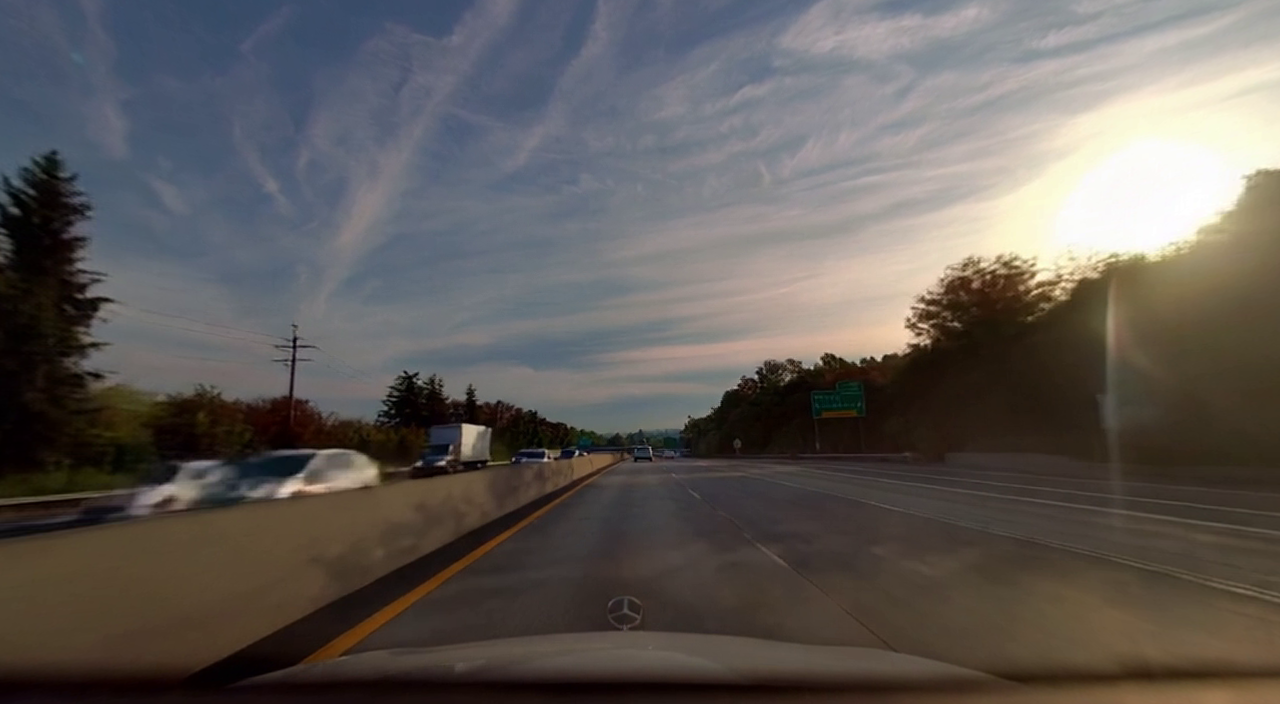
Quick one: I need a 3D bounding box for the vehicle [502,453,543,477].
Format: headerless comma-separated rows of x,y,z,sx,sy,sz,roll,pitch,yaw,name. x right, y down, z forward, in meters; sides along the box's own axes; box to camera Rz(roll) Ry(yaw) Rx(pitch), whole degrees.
-8.066,7.777,43.695,1.920,1.533,4.730,0,-9,1,vehicle

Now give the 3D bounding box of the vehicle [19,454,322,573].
-6.997,2.383,10.003,1.956,1.486,3.661,0,-9,0,vehicle

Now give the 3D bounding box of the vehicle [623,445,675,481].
0.380,5.031,28.798,2.177,1.520,4.278,0,-9,0,vehicle
